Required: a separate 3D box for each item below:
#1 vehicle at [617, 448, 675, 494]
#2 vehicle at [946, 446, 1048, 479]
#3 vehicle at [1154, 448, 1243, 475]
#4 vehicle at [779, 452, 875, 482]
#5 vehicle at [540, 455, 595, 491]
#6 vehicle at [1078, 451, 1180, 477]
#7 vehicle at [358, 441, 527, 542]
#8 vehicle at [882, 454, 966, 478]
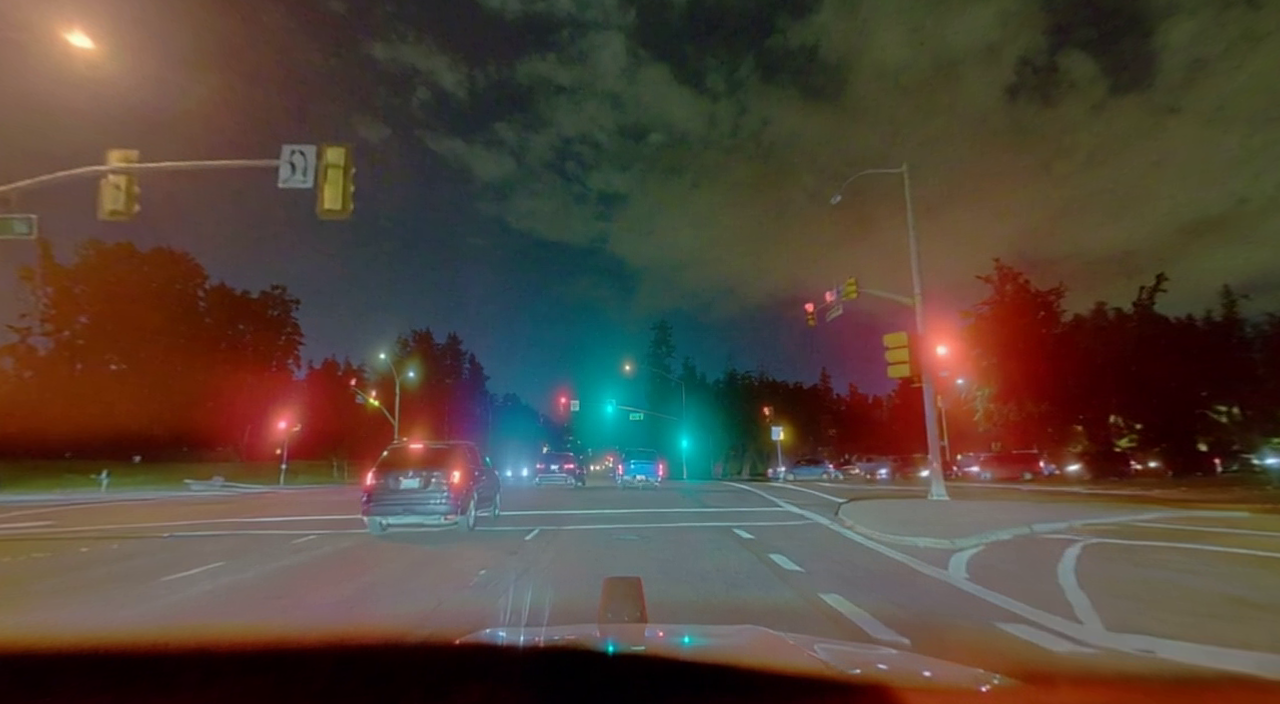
[{"bbox_3d":[0.249,4.770,25.606,2.163,1.678,3.846,0,-8,1],"label":"vehicle"},{"bbox_3d":[21.010,6.533,37.228,4.585,1.681,2.140,-3,-10,0],"label":"vehicle"},{"bbox_3d":[39.776,7.804,44.944,4.580,1.807,1.967,0,-8,-3],"label":"vehicle"},{"bbox_3d":[10.936,6.810,37.060,4.875,1.473,2.077,-2,-12,-2],"label":"vehicle"},{"bbox_3d":[-3.402,5.749,30.270,2.013,1.474,4.393,0,-8,1],"label":"vehicle"},{"bbox_3d":[28.928,6.647,37.388,4.365,1.448,1.928,0,-8,1],"label":"vehicle"},{"bbox_3d":[-3.362,2.408,11.512,1.960,1.528,3.490,0,-8,0],"label":"vehicle"},{"bbox_3d":[18.419,7.413,41.027,4.478,1.495,2.063,0,-8,0],"label":"vehicle"}]
